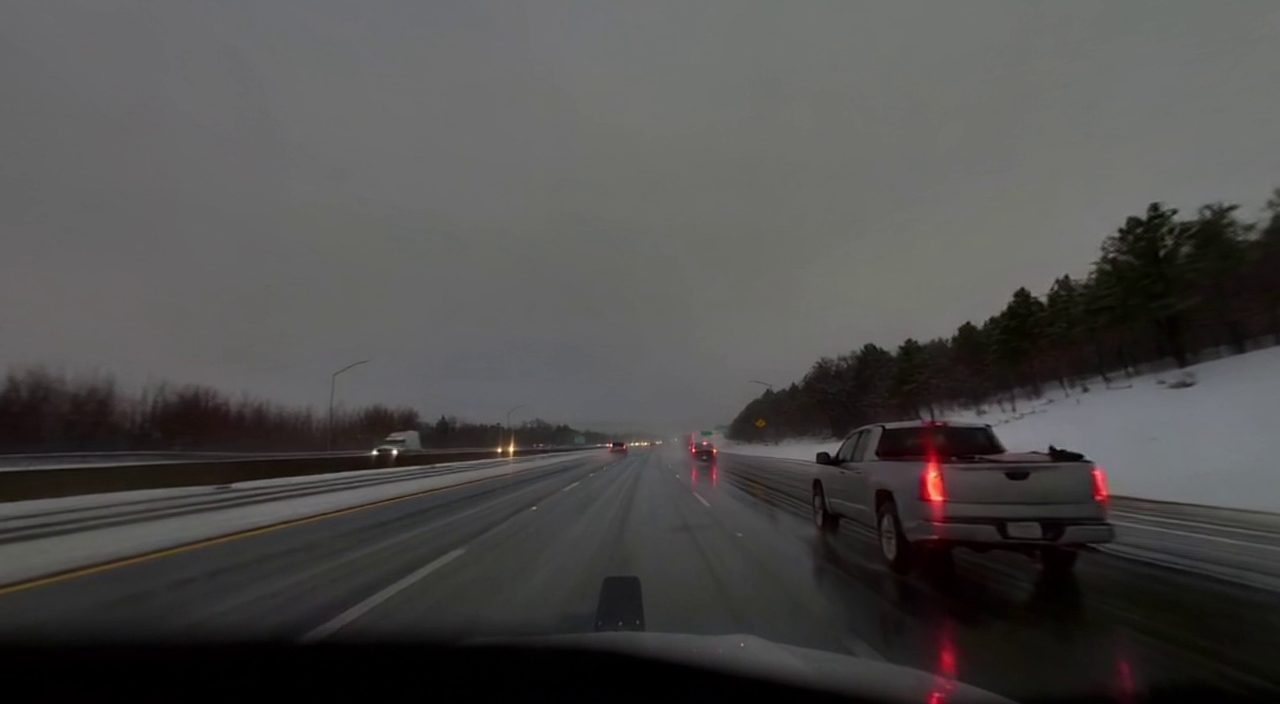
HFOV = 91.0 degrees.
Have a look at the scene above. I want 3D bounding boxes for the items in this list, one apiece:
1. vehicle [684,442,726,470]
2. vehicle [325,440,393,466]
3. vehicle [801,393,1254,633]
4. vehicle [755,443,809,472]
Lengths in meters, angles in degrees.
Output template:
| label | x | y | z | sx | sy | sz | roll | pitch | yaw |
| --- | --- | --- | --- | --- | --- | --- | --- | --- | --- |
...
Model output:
| label | x | y | z | sx | sy | sz | roll | pitch | yaw |
| --- | --- | --- | --- | --- | --- | --- | --- | --- | --- |
| vehicle | 3.695 | 6.018 | 36.596 | 2.047 | 1.501 | 4.237 | 0 | -9 | 0 |
| vehicle | -17.086 | 6.168 | 38.610 | 1.899 | 1.500 | 4.591 | 0 | -9 | 2 |
| vehicle | 3.270 | 1.446 | 6.581 | 2.095 | 1.668 | 4.135 | 0 | -9 | 1 |
| vehicle | 7.966 | 5.946 | 35.757 | 1.983 | 1.526 | 4.445 | 0 | -9 | 0 |
